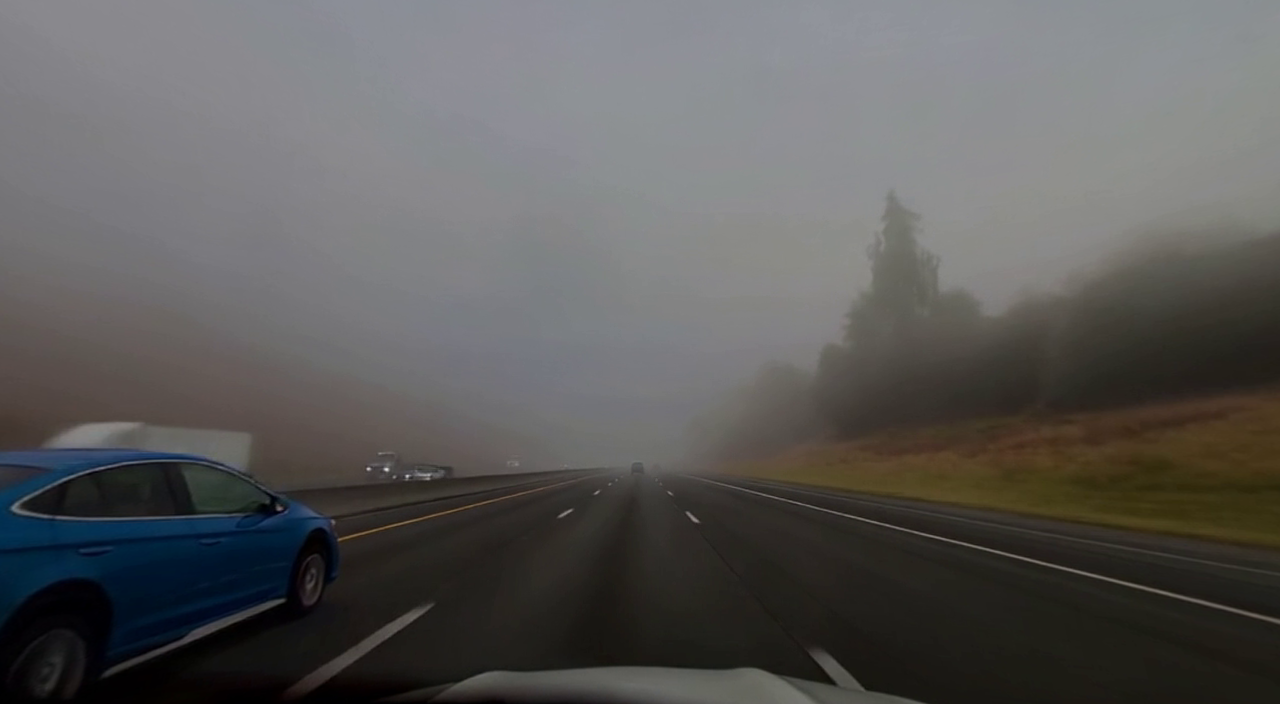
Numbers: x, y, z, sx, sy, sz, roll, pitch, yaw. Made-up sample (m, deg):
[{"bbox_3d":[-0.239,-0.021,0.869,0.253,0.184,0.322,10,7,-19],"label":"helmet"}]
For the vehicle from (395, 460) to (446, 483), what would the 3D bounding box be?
[{"bbox_3d":[-15.004,8.189,43.285,1.818,1.491,4.533,1,-10,0],"label":"vehicle"}]

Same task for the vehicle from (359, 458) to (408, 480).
[{"bbox_3d":[-19.911,9.122,49.173,1.926,1.630,4.454,1,-10,0],"label":"vehicle"}]

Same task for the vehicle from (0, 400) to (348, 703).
[{"bbox_3d":[-3.176,0.962,2.389,2.016,1.506,4.387,1,-10,0],"label":"vehicle"}]
